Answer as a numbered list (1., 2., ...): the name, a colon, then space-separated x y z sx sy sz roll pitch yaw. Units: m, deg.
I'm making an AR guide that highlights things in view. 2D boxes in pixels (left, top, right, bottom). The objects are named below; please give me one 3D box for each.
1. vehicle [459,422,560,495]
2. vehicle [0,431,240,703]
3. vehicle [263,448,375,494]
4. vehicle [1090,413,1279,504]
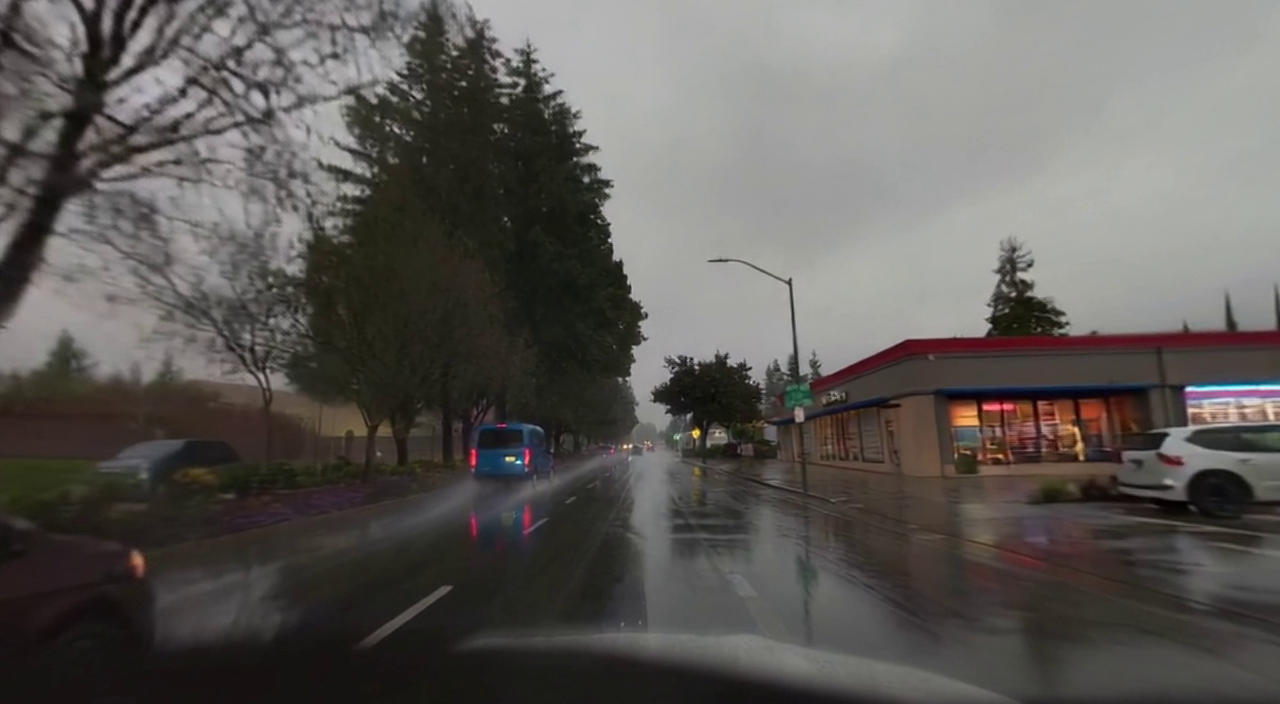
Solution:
1. vehicle: -3.933 3.323 19.910 2.152 1.987 4.952 0 -8 0
2. vehicle: -3.737 0.949 2.001 1.959 1.406 4.550 0 -8 -1
3. vehicle: -11.217 4.153 22.313 1.812 1.405 4.305 0 -8 -2
4. vehicle: 11.226 1.894 11.323 4.607 1.471 1.982 0 -8 2
